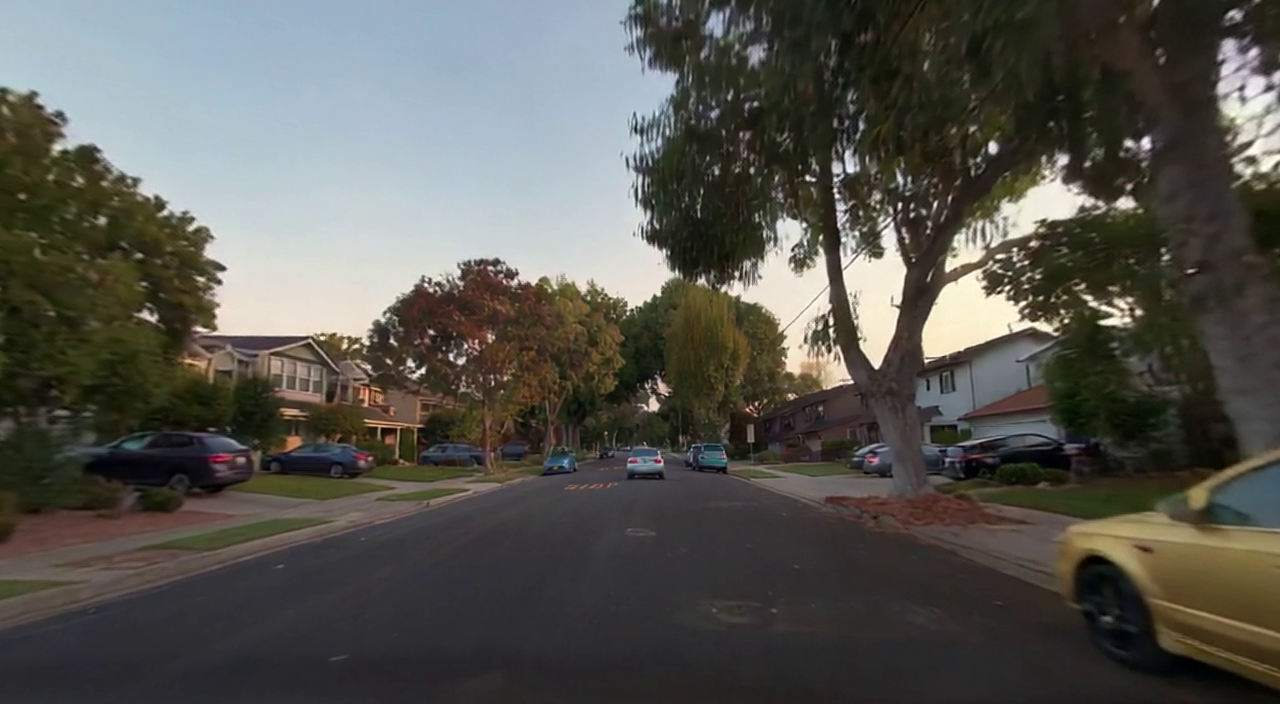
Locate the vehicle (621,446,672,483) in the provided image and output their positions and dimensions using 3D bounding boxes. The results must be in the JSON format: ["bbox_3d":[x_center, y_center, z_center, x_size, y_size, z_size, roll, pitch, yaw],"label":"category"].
[{"bbox_3d":[0.308,4.802,27.204,2.000,1.449,4.006,0,-9,1],"label":"vehicle"}]

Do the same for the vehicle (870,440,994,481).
[{"bbox_3d":[12.109,4.521,26.363,4.157,1.520,1.938,-1,-9,-1],"label":"vehicle"}]

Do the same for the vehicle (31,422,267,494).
[{"bbox_3d":[-12.672,2.756,16.557,4.510,1.728,1.997,0,-9,2],"label":"vehicle"}]

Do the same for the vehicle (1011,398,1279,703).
[{"bbox_3d":[3.954,1.003,2.530,2.048,1.671,4.649,0,-9,-1],"label":"vehicle"}]

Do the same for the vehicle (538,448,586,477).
[{"bbox_3d":[-4.536,6.504,37.514,1.984,1.498,4.508,-3,-8,3],"label":"vehicle"}]

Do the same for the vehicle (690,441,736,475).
[{"bbox_3d":[4.414,6.523,39.161,2.221,1.960,4.927,0,-9,-1],"label":"vehicle"}]

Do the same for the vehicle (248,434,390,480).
[{"bbox_3d":[-12.582,4.125,24.970,4.551,1.700,1.920,0,-9,3],"label":"vehicle"}]
